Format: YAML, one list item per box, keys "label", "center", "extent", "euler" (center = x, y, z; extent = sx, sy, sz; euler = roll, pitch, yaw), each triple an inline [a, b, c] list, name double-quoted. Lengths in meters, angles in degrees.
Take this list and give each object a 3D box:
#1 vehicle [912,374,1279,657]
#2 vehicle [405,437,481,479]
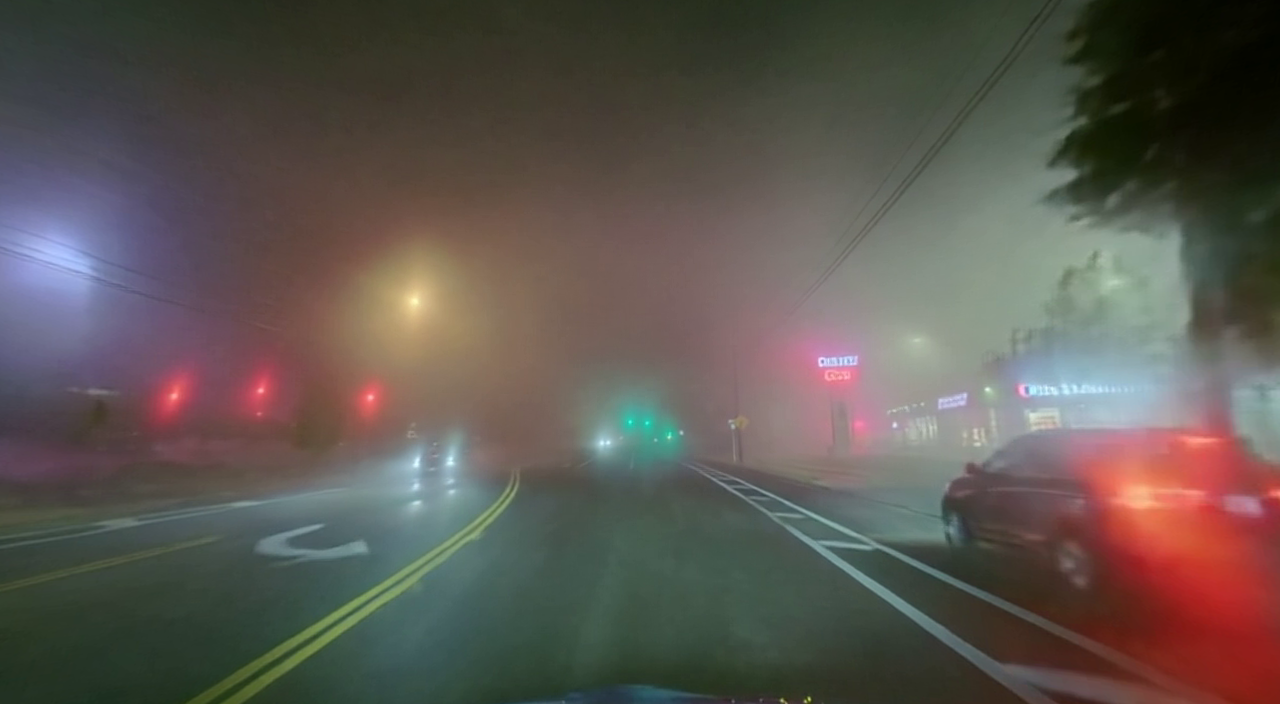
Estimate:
- label: "vehicle"
  center: [4.959, 1.419, 6.548]
  extent: [2.182, 1.850, 4.705]
  euler: [0, -9, 1]
- label: "vehicle"
  center: [-8.654, 4.685, 28.113]
  extent: [1.973, 1.704, 4.476]
  euler: [0, -9, -1]
